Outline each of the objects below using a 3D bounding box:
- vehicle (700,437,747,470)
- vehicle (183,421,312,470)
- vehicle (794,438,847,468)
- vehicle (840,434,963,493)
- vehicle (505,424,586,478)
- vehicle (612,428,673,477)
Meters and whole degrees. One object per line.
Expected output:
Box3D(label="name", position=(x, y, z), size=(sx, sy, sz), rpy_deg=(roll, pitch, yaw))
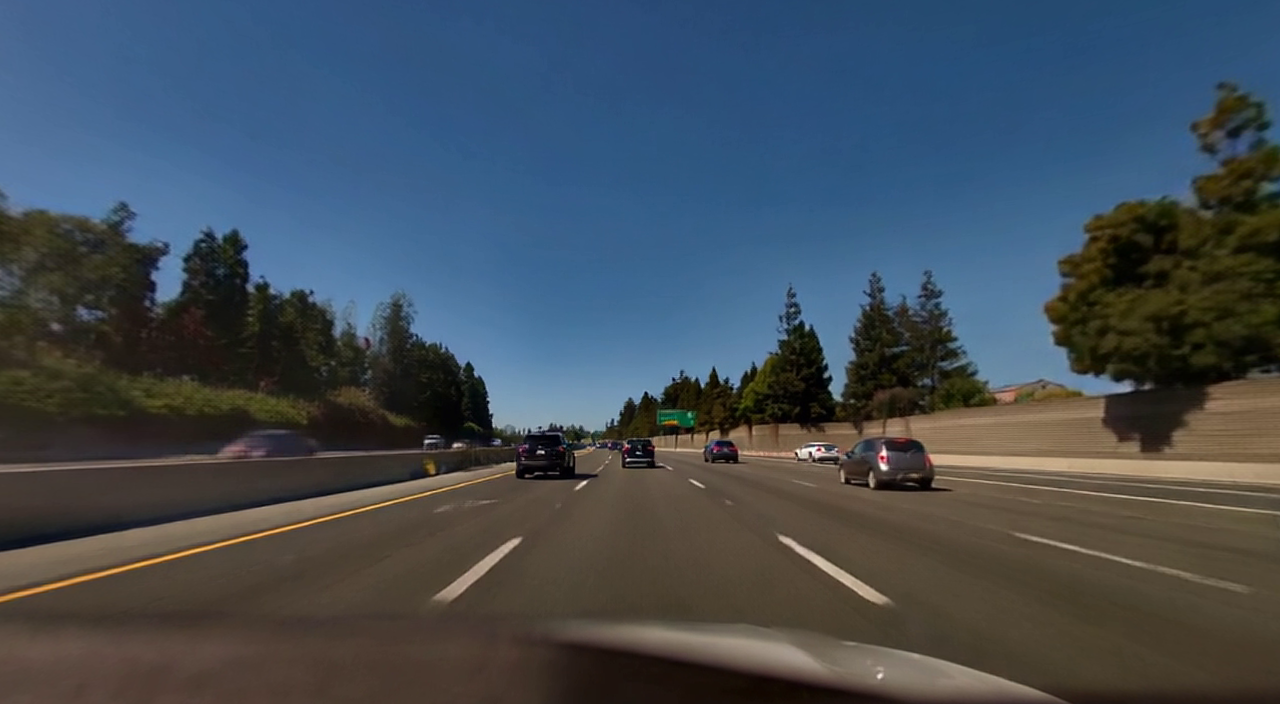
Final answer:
Box3D(label="vehicle", position=(4.614, 5.682, 35.367), size=(2.022, 1.682, 4.226), rpy_deg=(0, -8, 0))
Box3D(label="vehicle", position=(-14.188, 3.432, 23.115), size=(1.885, 1.593, 4.292), rpy_deg=(0, -8, 1))
Box3D(label="vehicle", position=(11.298, 6.360, 39.811), size=(2.010, 1.765, 4.375), rpy_deg=(1, -9, -1))
Box3D(label="vehicle", position=(7.744, 3.339, 19.132), size=(1.989, 1.569, 3.964), rpy_deg=(0, -9, 0))
Box3D(label="vehicle", position=(-3.328, 3.640, 23.301), size=(2.199, 1.777, 4.790), rpy_deg=(0, -8, 1))
Box3D(label="vehicle", position=(0.093, 3.893, 24.487), size=(2.181, 1.728, 3.970), rpy_deg=(0, -8, 0))
